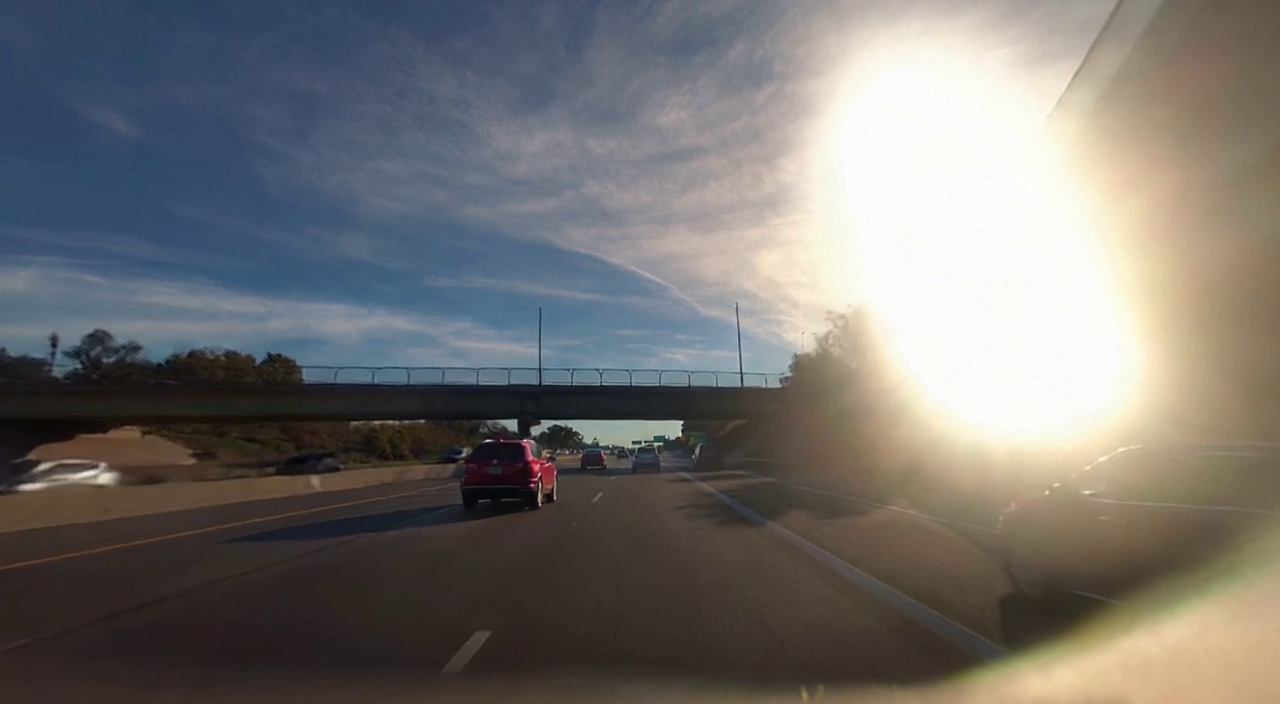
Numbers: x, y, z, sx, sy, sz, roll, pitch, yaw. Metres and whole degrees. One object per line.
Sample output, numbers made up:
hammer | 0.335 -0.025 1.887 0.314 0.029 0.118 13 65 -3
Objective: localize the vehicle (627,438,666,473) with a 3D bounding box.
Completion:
vehicle | 0.340 6.034 36.894 2.155 1.909 4.529 0 -9 0

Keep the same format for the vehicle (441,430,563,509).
vehicle | -3.370 2.966 16.387 2.089 1.751 4.515 0 -9 1

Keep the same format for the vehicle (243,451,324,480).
vehicle | -22.793 7.248 40.572 1.953 1.656 5.261 0 -9 3

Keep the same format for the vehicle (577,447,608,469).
vehicle | -3.453 7.784 46.467 1.994 1.475 4.171 0 -9 0

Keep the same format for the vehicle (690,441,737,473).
vehicle | 4.360 6.317 38.101 2.231 1.807 4.588 0 -9 -1

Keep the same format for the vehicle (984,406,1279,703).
vehicle | 4.130 1.159 3.806 1.959 1.554 3.795 0 -9 1

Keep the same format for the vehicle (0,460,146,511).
vehicle | -20.172 4.569 22.023 1.934 1.494 4.563 0 -9 3
